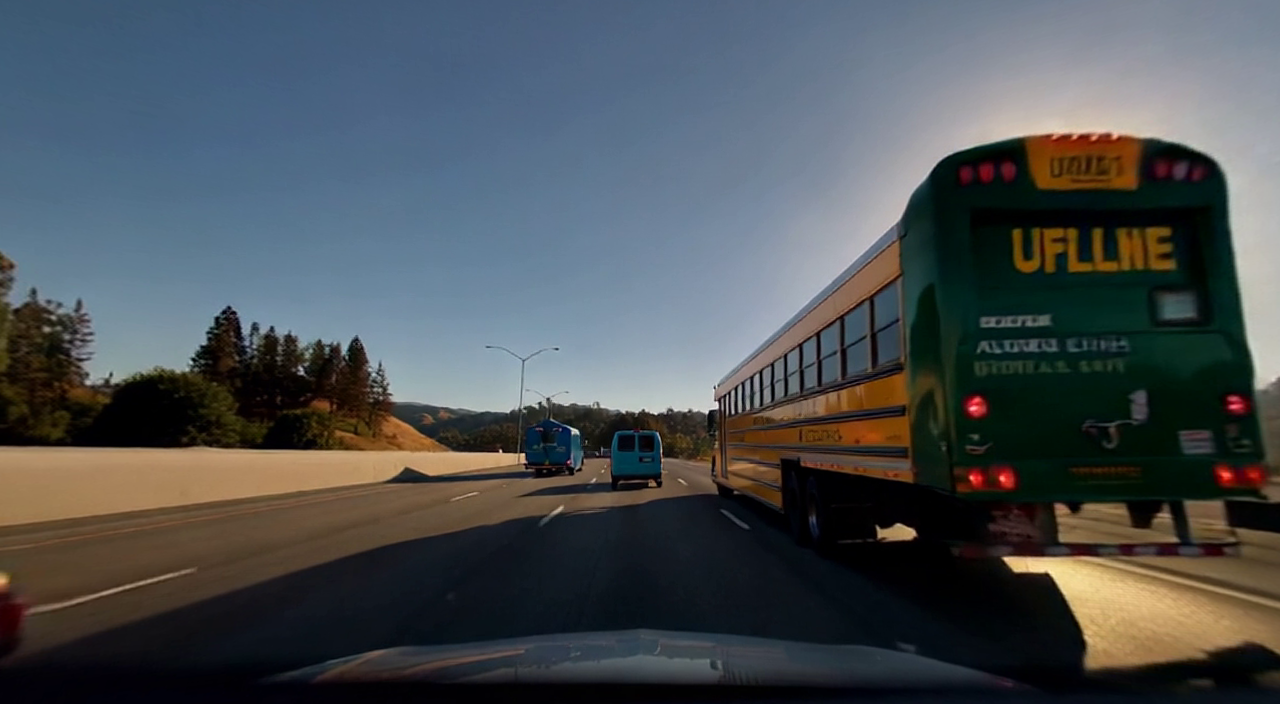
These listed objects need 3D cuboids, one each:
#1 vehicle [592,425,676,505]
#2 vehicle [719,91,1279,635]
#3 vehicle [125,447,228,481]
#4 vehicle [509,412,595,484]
[{"bbox_3d":[-0.224,3.098,17.595,2.037,1.929,4.343,0,-9,-2],"label":"vehicle"},{"bbox_3d":[3.855,0.975,11.274,3.006,4.101,13.245,0,-9,-1],"label":"vehicle"},{"bbox_3d":[-24.869,5.990,34.122,1.997,1.686,4.767,0,-9,-1],"label":"vehicle"},{"bbox_3d":[-3.974,4.638,30.463,2.947,3.009,7.991,0,-9,0],"label":"vehicle"}]
